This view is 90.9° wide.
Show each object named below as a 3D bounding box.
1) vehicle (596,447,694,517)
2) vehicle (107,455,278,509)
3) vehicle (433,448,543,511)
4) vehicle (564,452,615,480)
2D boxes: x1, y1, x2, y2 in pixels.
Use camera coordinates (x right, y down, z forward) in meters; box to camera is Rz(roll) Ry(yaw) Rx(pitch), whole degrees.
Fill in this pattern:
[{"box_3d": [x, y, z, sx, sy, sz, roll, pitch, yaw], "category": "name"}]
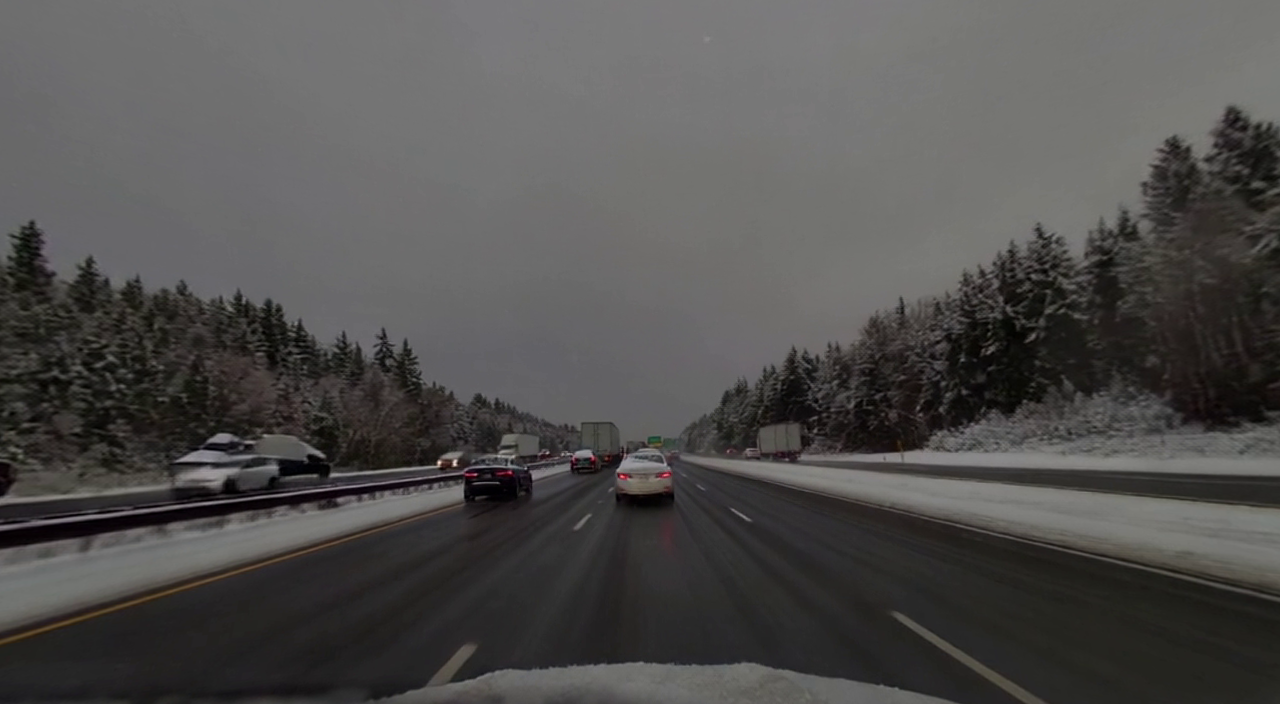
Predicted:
[{"box_3d": [0.110, 3.055, 15.315, 2.057, 1.449, 3.931, 0, -9, 0], "category": "vehicle"}, {"box_3d": [-13.973, 4.052, 20.113, 1.940, 1.482, 4.610, -1, -9, 2], "category": "vehicle"}, {"box_3d": [-4.068, 3.470, 17.670, 1.929, 1.509, 4.331, 0, -9, 1], "category": "vehicle"}, {"box_3d": [-2.851, 6.263, 34.912, 1.952, 1.402, 4.184, 2, -9, -16], "category": "vehicle"}]
